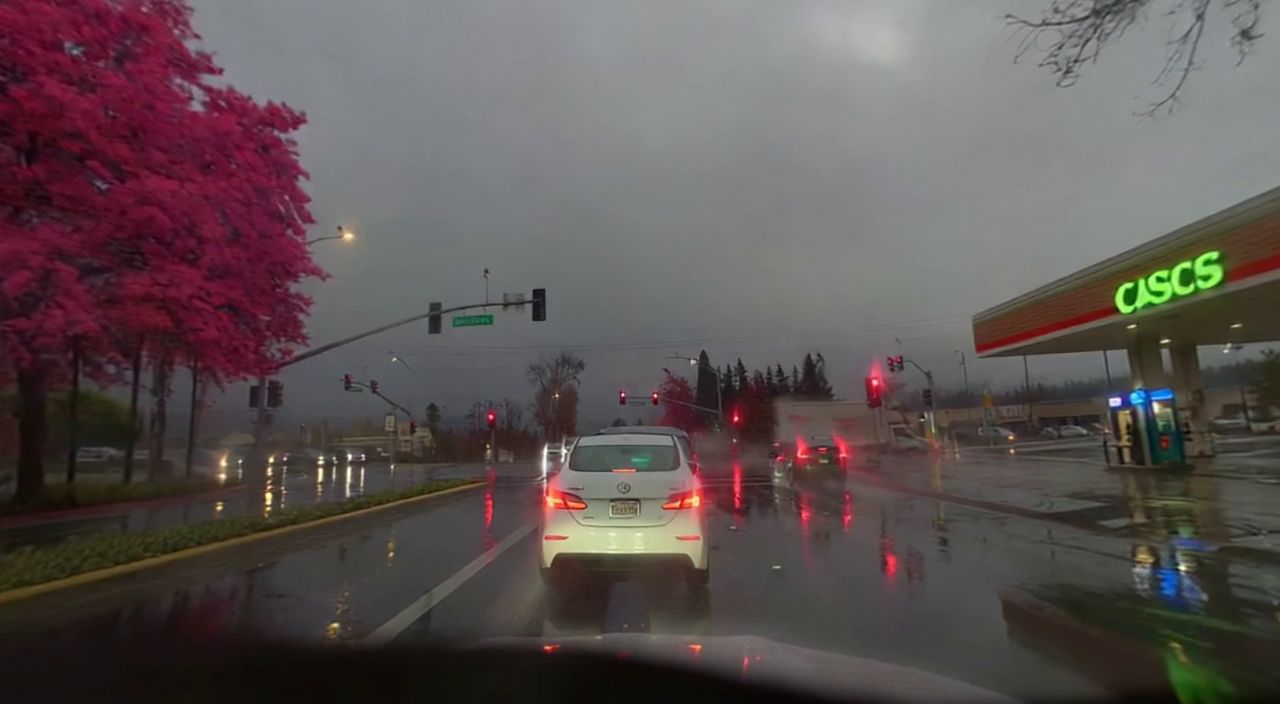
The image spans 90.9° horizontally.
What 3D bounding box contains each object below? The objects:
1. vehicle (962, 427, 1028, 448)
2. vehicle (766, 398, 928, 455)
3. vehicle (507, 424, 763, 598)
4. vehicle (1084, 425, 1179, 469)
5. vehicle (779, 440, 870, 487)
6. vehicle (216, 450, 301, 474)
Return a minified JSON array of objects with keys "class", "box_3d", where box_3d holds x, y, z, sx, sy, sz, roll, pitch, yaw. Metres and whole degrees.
[{"class":"vehicle","box_3d":[27.334,6.598,48.654,3.968,1.572,1.740,0,-9,3]},{"class":"vehicle","box_3d":[15.033,5.569,46.253,10.890,3.868,3.021,-4,-9,25]},{"class":"vehicle","box_3d":[-0.066,1.674,7.546,2.213,1.482,4.057,0,-8,-1]},{"class":"vehicle","box_3d":[18.583,3.568,23.753,4.300,1.495,2.053,8,-11,-43]},{"class":"vehicle","box_3d":[6.484,3.953,22.675,1.942,1.511,4.390,0,-8,0]},{"class":"vehicle","box_3d":[-25.074,7.239,41.512,4.609,1.465,1.944,-2,-8,12]}]
